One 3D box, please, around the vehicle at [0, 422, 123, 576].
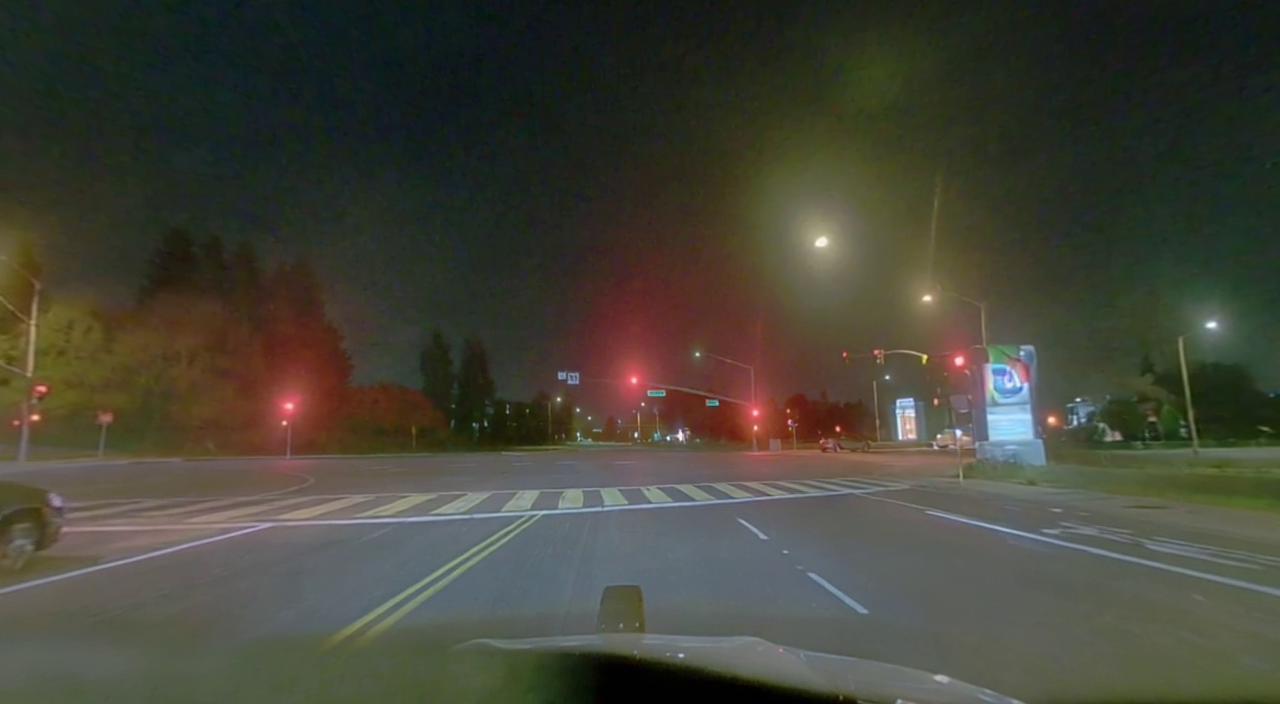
[{"bbox_3d":[-7.233,1.272,5.041,1.904,1.497,5.154,0,-9,-1],"label":"vehicle"}]
